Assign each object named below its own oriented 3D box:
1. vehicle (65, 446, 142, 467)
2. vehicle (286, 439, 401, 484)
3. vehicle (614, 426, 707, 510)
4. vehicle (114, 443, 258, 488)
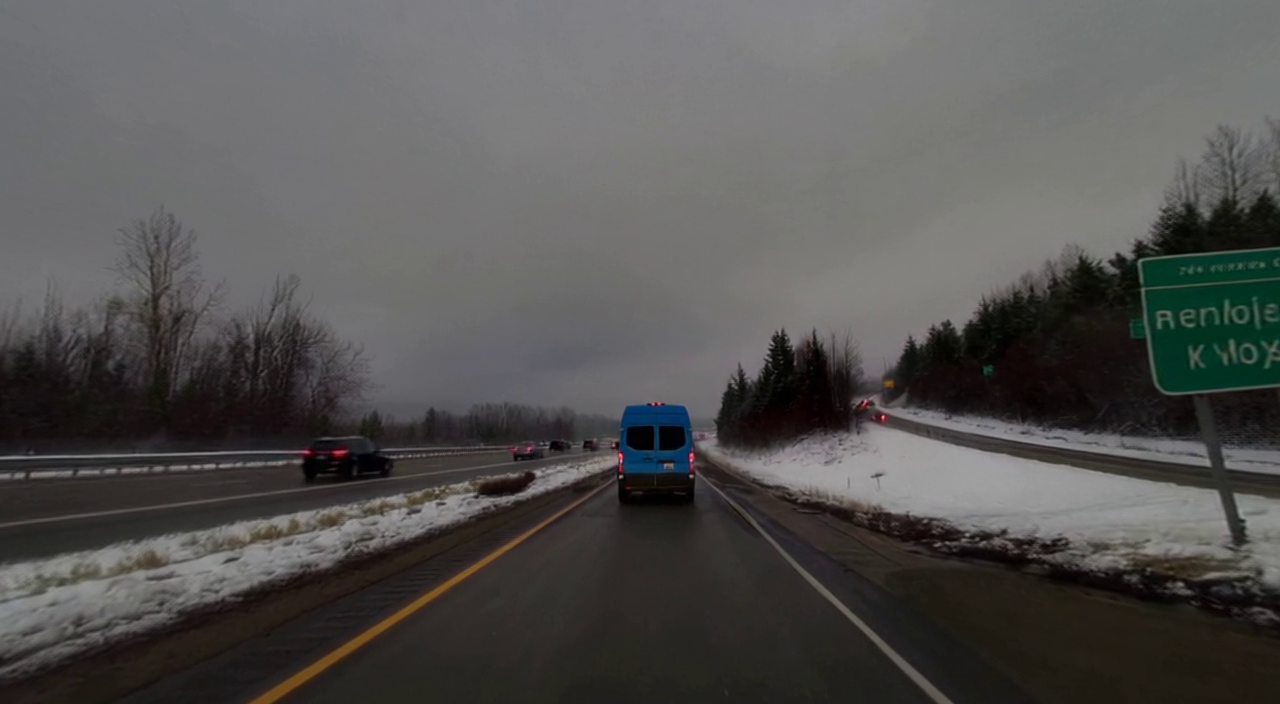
[{"bbox_3d":[-40.820,7.963,48.116,1.803,1.464,4.455,-1,-8,3],"label":"vehicle"},{"bbox_3d":[-12.296,4.544,26.689,2.050,1.676,5.319,-1,-8,3],"label":"vehicle"},{"bbox_3d":[0.439,2.875,16.171,2.043,1.821,4.558,0,-8,0],"label":"vehicle"},{"bbox_3d":[-16.700,4.163,23.538,1.933,1.485,4.454,-1,-8,3],"label":"vehicle"}]
